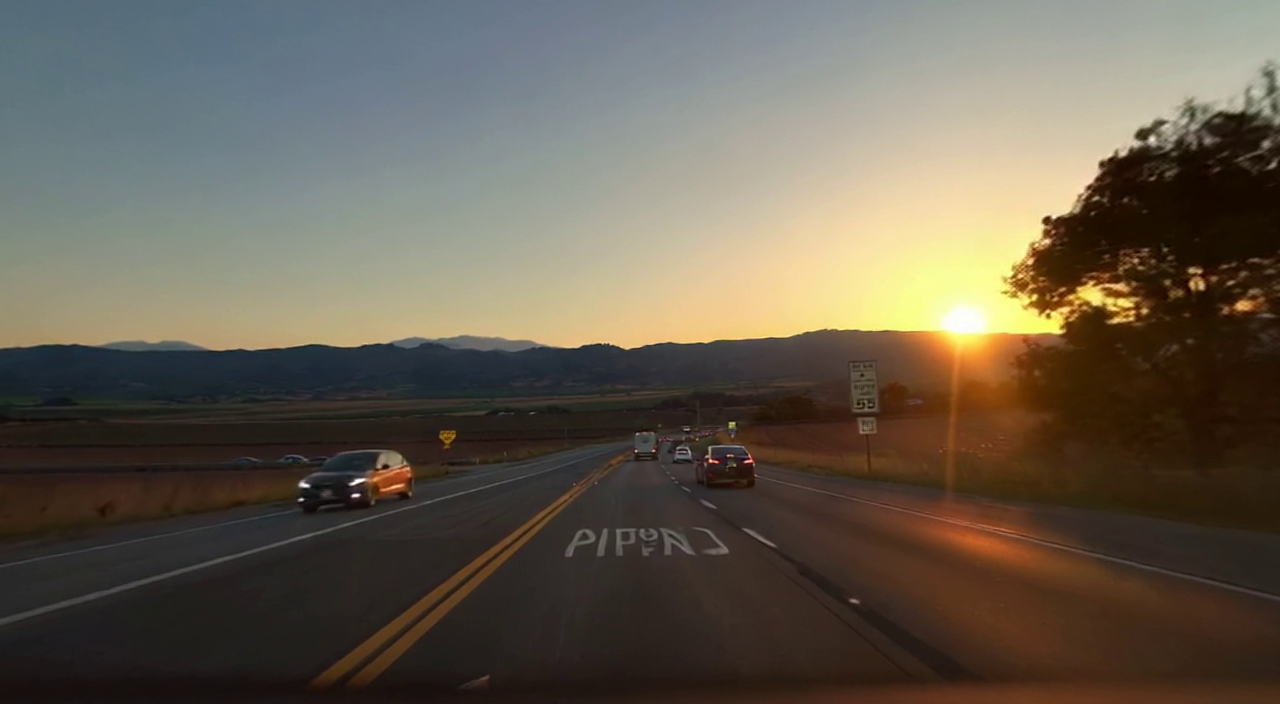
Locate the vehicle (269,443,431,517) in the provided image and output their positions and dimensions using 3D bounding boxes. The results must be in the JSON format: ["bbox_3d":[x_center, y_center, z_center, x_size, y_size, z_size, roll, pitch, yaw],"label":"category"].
[{"bbox_3d":[-7.804,3.457,17.681,2.168,1.748,4.811,0,-8,1],"label":"vehicle"}]

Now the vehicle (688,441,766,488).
[{"bbox_3d":[3.048,4.053,23.057,2.026,1.531,4.273,0,-8,-3],"label":"vehicle"}]

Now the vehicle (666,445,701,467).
[{"bbox_3d":[3.050,7.451,45.430,2.048,1.468,4.490,0,-8,-2],"label":"vehicle"}]
